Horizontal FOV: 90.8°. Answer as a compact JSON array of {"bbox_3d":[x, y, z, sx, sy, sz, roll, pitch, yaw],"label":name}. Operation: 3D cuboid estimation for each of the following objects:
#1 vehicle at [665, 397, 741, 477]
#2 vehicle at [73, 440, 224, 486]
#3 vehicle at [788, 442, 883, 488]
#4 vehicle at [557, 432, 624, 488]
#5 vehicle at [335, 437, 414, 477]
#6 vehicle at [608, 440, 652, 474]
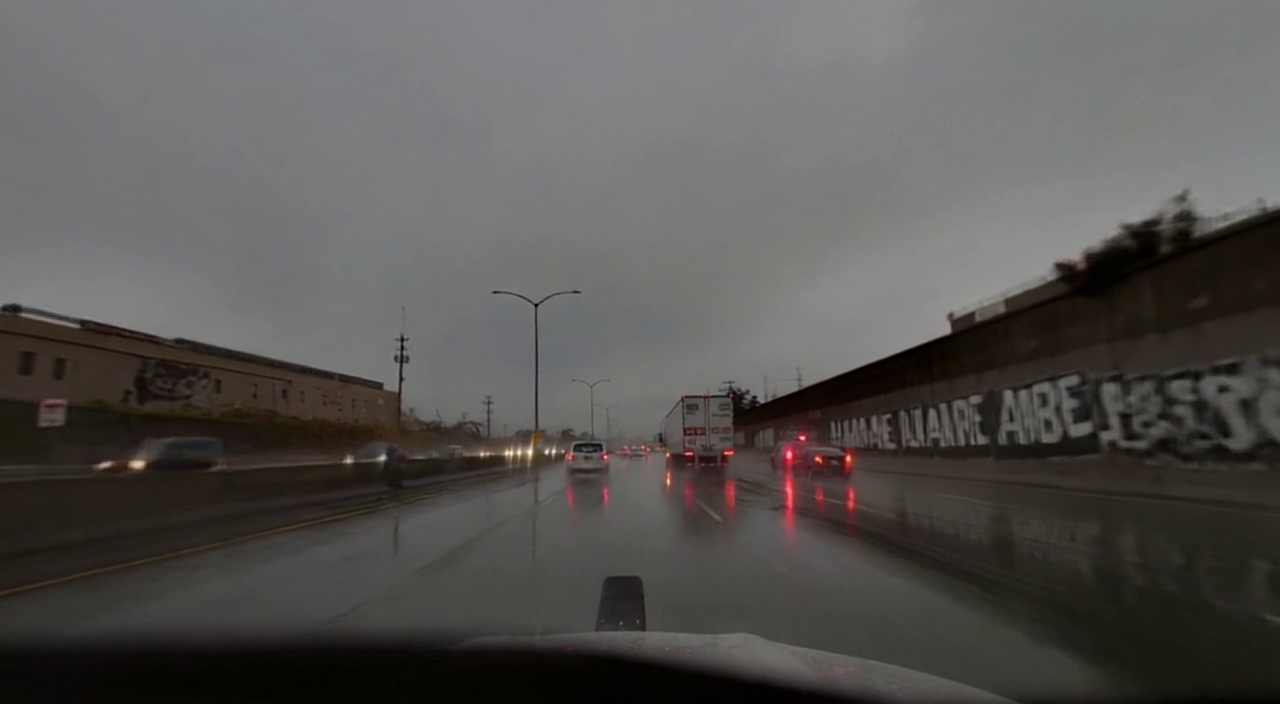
[{"bbox_3d":[3.250,4.900,35.833,2.976,3.806,10.591,0,-9,-1],"label":"vehicle"},{"bbox_3d":[-19.536,4.420,25.480,2.164,1.657,4.809,0,-9,0],"label":"vehicle"},{"bbox_3d":[7.050,4.116,23.350,1.915,1.476,4.677,0,-9,-1],"label":"vehicle"},{"bbox_3d":[-1.833,4.044,23.969,2.249,1.843,5.176,0,-9,-4],"label":"vehicle"},{"bbox_3d":[-10.771,4.283,25.899,1.674,1.481,3.535,0,-9,0],"label":"vehicle"},{"bbox_3d":[-0.533,5.630,33.971,2.191,1.685,4.015,0,-9,-1],"label":"vehicle"}]
